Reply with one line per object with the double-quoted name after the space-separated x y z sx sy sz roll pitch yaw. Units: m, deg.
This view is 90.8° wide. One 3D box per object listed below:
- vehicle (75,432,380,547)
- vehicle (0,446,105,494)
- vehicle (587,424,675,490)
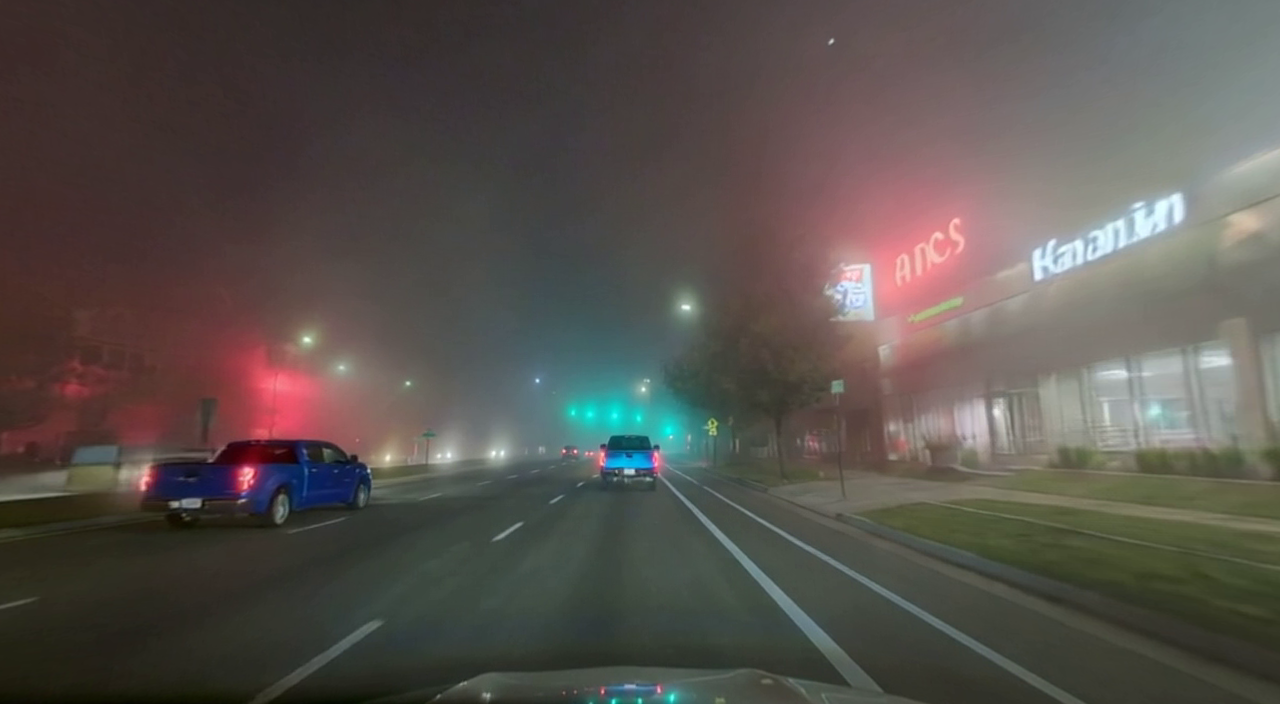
-6.161 2.064 10.305 1.888 1.424 4.553 0 -8 1 "vehicle"
-22.016 4.172 22.717 1.776 1.538 4.283 0 -8 0 "vehicle"
-0.306 3.519 21.613 2.590 1.932 5.776 0 -8 -1 "vehicle"
